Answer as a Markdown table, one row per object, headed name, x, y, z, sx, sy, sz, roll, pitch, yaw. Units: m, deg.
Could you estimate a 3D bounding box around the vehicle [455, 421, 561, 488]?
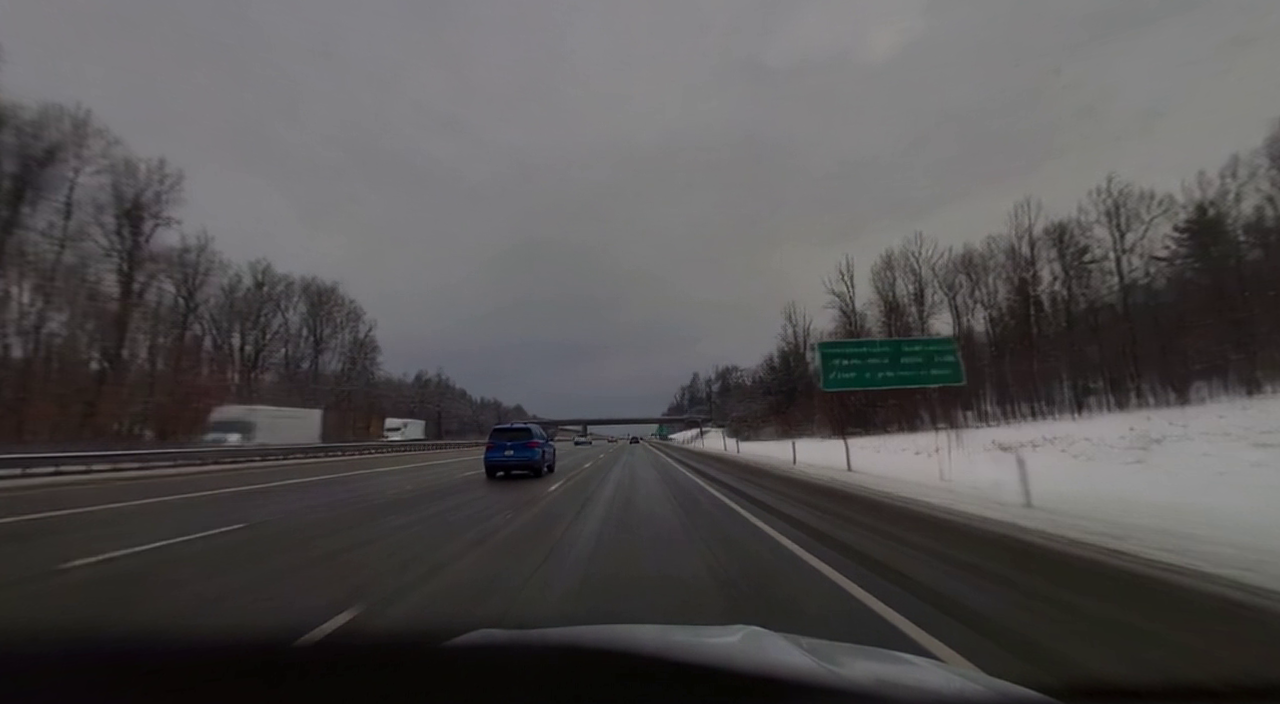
| name | x | y | z | sx | sy | sz | roll | pitch | yaw |
| --- | --- | --- | --- | --- | --- | --- | --- | --- | --- |
| vehicle | -3.587 | 2.871 | 18.043 | 2.057 | 1.666 | 4.552 | 0 | -8 | 0 |
